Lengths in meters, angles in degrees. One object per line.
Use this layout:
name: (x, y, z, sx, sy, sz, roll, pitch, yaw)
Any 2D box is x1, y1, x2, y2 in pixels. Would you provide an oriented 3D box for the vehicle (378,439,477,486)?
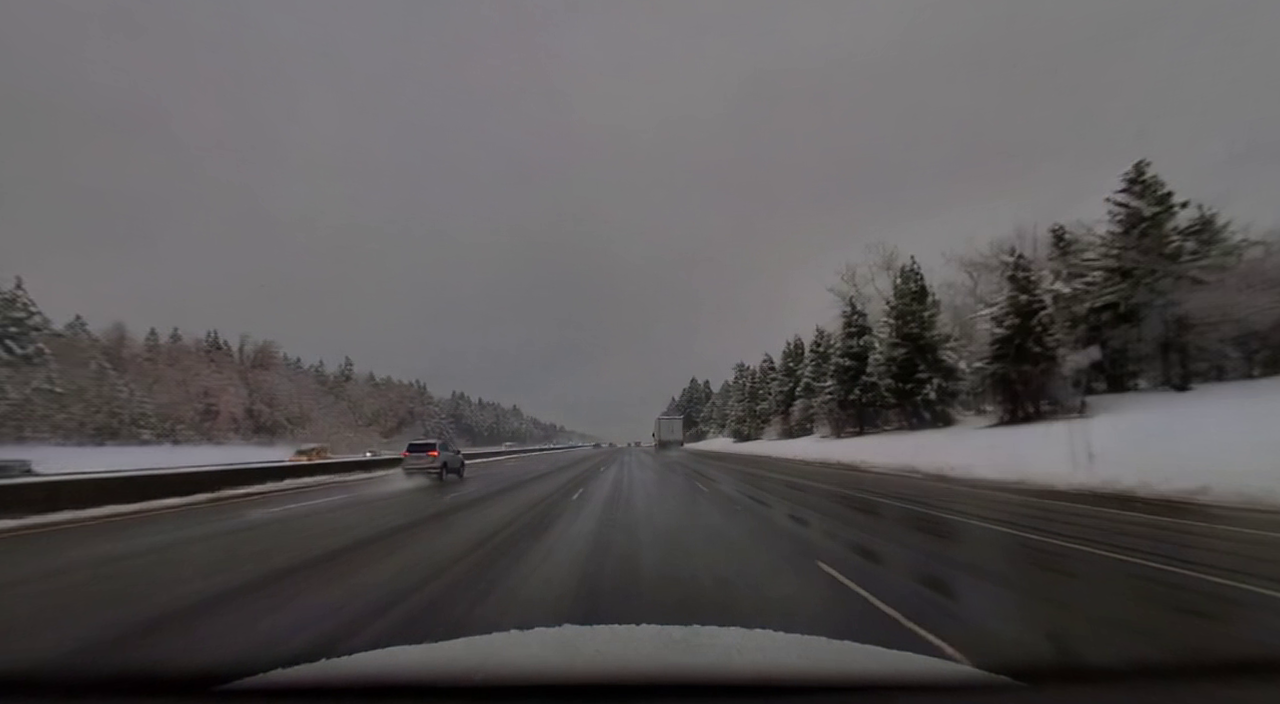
vehicle: (-7.483, 3.937, 22.816, 2.033, 1.494, 4.508, 0, -9, 0)
